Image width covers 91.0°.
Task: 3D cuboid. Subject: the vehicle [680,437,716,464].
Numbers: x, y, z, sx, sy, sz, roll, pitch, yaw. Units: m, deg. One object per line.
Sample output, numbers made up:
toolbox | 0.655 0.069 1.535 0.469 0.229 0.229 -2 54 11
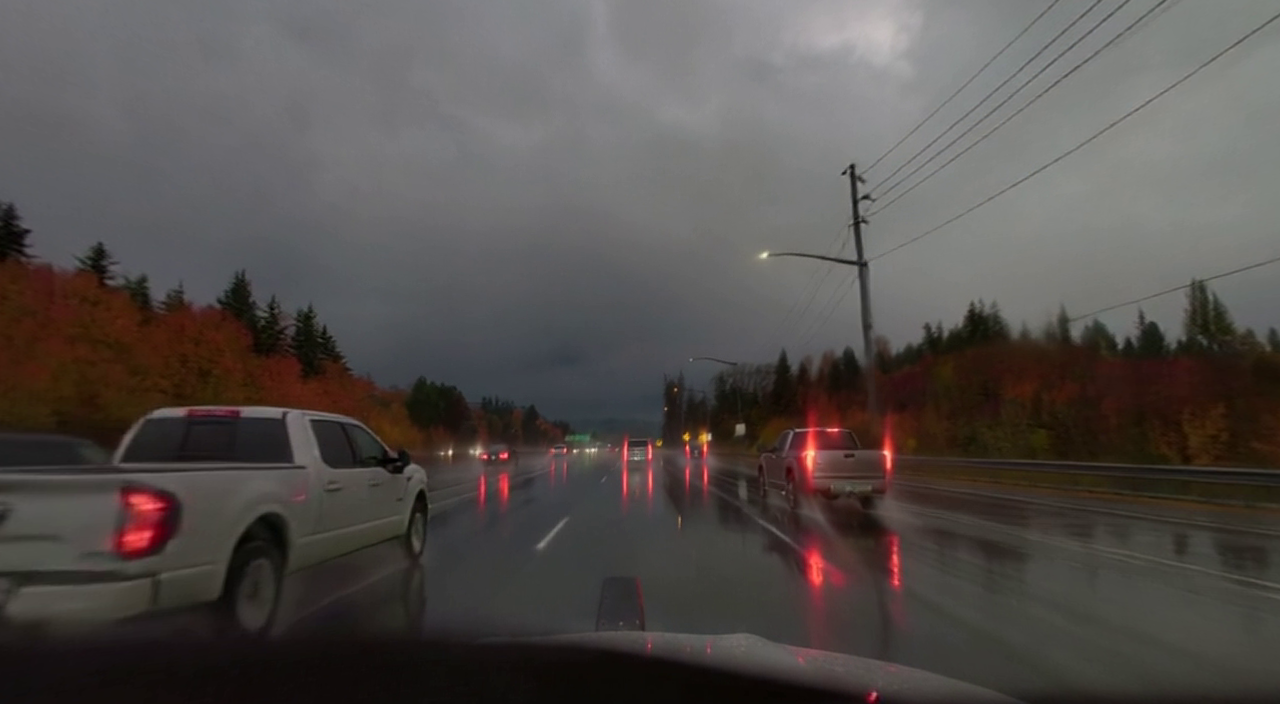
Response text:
vehicle | 4.510 7.828 49.992 2.380 1.976 5.614 0 -9 0

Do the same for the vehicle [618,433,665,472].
vehicle | 0.072 5.473 34.441 2.372 1.957 5.121 0 -9 0

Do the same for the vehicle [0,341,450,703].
vehicle | -3.280 1.172 4.904 2.154 1.783 4.476 0 -9 0

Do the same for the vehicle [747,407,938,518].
vehicle | 4.167 2.448 14.345 2.388 1.998 5.749 0 -9 0

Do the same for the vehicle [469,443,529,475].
vehicle | -7.140 5.440 32.301 2.014 1.526 4.577 0 -9 0
